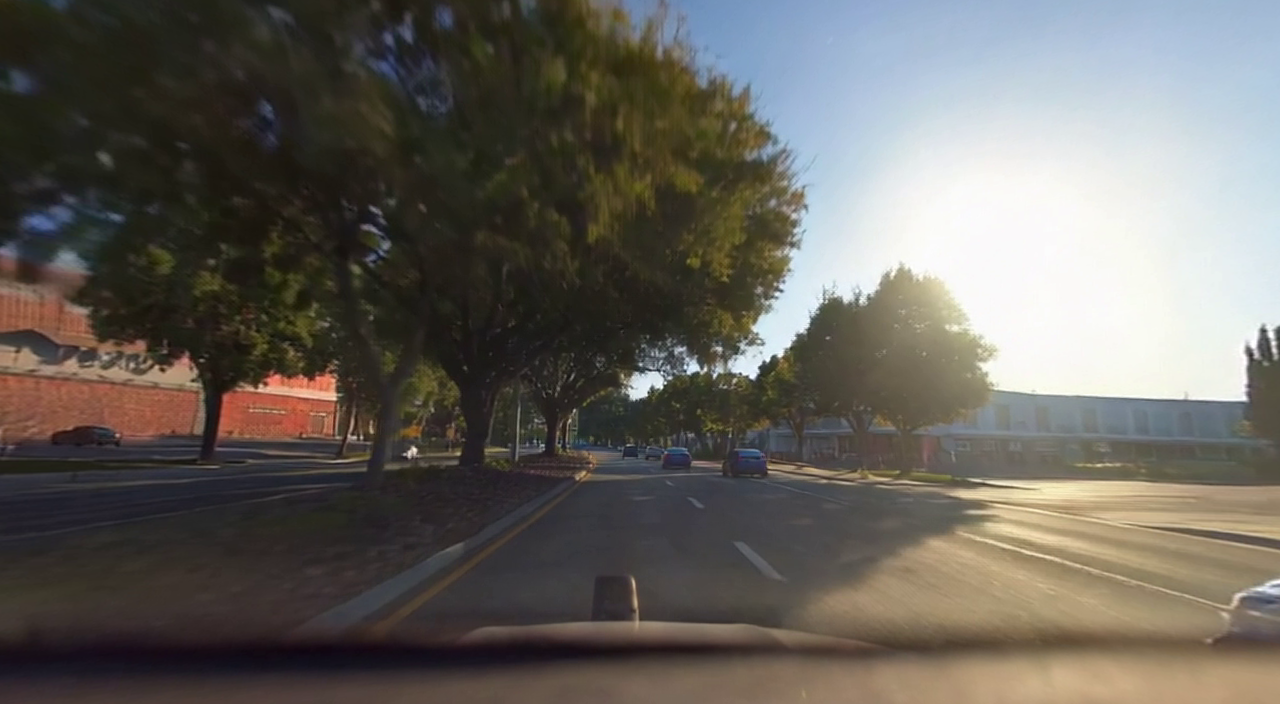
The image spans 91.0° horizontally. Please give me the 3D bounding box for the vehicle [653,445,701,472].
[{"bbox_3d":[2.065,6.152,36.543,2.256,1.451,4.313,1,-9,-3],"label":"vehicle"}]

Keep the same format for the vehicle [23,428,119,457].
[{"bbox_3d":[-35.250,5.665,39.225,1.913,1.702,4.873,1,-9,-8],"label":"vehicle"}]

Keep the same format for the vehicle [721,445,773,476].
[{"bbox_3d":[5.723,5.844,34.184,1.886,1.528,4.169,1,-9,-3],"label":"vehicle"}]
